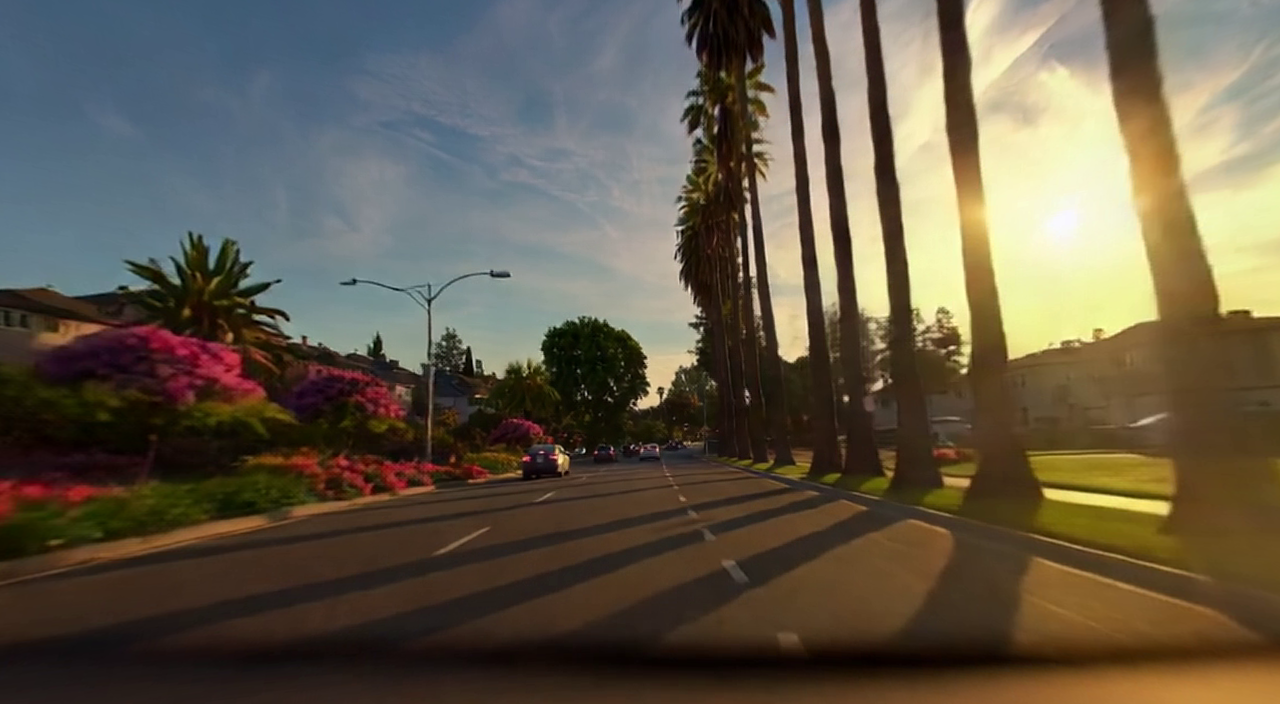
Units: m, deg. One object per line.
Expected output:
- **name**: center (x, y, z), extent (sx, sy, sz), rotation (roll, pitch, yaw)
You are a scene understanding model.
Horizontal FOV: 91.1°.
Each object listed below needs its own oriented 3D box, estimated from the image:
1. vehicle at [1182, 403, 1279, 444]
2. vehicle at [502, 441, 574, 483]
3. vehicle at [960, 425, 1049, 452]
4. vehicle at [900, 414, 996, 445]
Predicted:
- **vehicle**: center (24.693, 2.879, 25.205), extent (3.956, 1.565, 1.886), rotation (-1, -8, 4)
- **vehicle**: center (-3.910, 4.307, 24.845), extent (2.036, 1.478, 4.508), rotation (0, -9, 1)
- **vehicle**: center (21.669, 5.144, 37.470), extent (4.168, 1.489, 1.768), rotation (0, -7, 5)
- **vehicle**: center (21.416, 5.445, 43.840), extent (5.458, 2.044, 2.299), rotation (0, -9, -2)
